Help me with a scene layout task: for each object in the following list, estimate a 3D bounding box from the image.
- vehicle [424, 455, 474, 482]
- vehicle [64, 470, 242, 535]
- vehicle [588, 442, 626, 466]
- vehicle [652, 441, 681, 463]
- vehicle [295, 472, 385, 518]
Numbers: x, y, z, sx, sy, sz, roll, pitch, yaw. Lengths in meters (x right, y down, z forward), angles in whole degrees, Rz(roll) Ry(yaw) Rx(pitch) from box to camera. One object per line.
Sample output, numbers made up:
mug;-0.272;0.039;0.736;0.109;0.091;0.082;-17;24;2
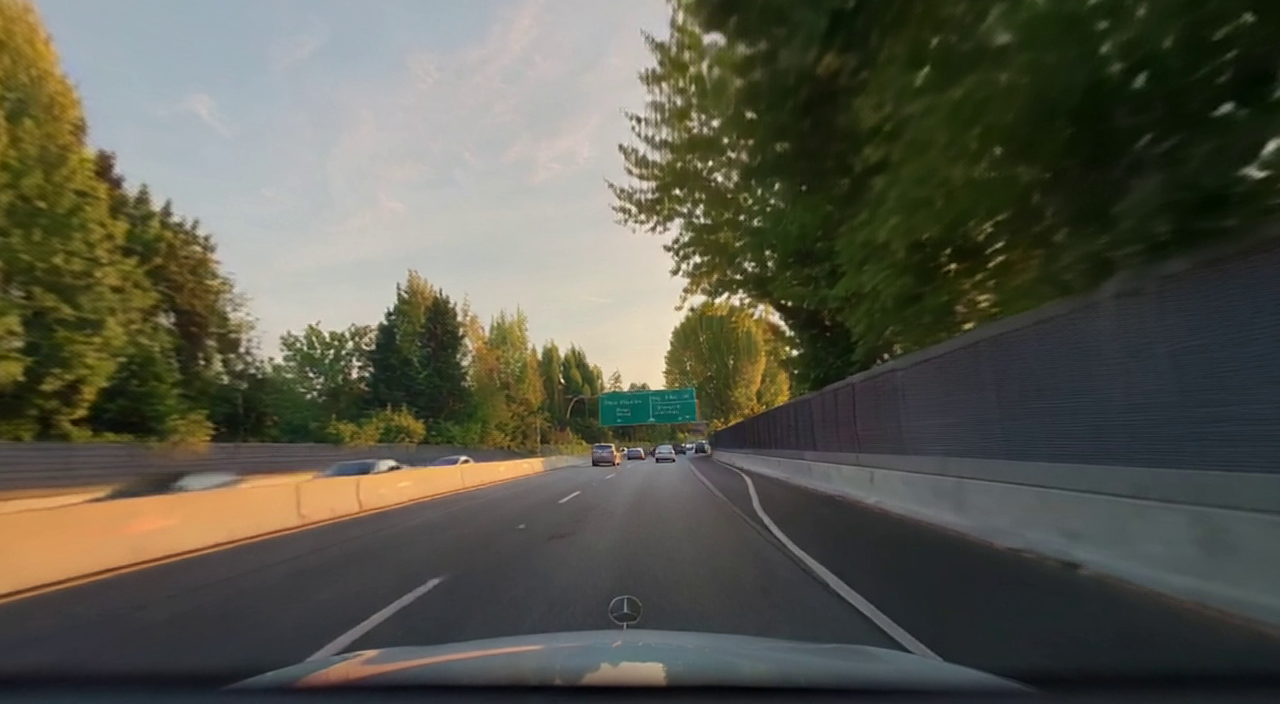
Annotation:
vehicle;-13.066;7.958;43.328;1.870;1.674;4.218;-1;-8;3
vehicle;-14.519;4.472;19.174;1.824;1.538;4.385;0;-8;1
vehicle;-2.107;6.683;41.424;1.985;1.518;3.847;-1;-8;4
vehicle;2.040;7.506;47.351;2.077;1.533;3.854;-1;-8;3
vehicle;-10.498;5.008;22.272;1.457;1.317;3.296;-1;-8;1
